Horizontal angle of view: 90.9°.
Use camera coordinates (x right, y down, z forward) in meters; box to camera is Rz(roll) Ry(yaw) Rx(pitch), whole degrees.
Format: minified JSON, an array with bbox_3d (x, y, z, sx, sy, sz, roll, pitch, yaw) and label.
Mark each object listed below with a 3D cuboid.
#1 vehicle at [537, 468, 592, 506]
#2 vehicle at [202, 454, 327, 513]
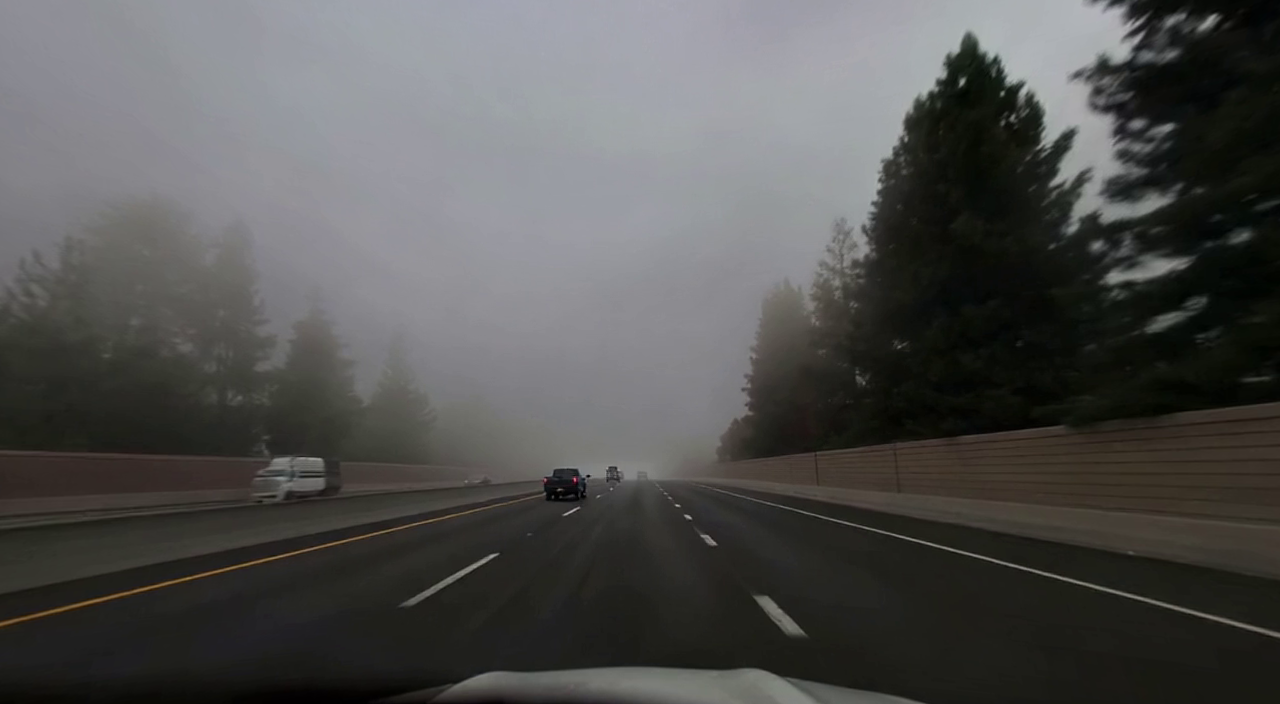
[{"bbox_3d":[-3.201,5.829,27.393,1.863,1.486,3.852,0,-11,1],"label":"vehicle"},{"bbox_3d":[-20.518,7.237,34.982,2.547,2.879,6.735,0,-11,1],"label":"vehicle"}]
